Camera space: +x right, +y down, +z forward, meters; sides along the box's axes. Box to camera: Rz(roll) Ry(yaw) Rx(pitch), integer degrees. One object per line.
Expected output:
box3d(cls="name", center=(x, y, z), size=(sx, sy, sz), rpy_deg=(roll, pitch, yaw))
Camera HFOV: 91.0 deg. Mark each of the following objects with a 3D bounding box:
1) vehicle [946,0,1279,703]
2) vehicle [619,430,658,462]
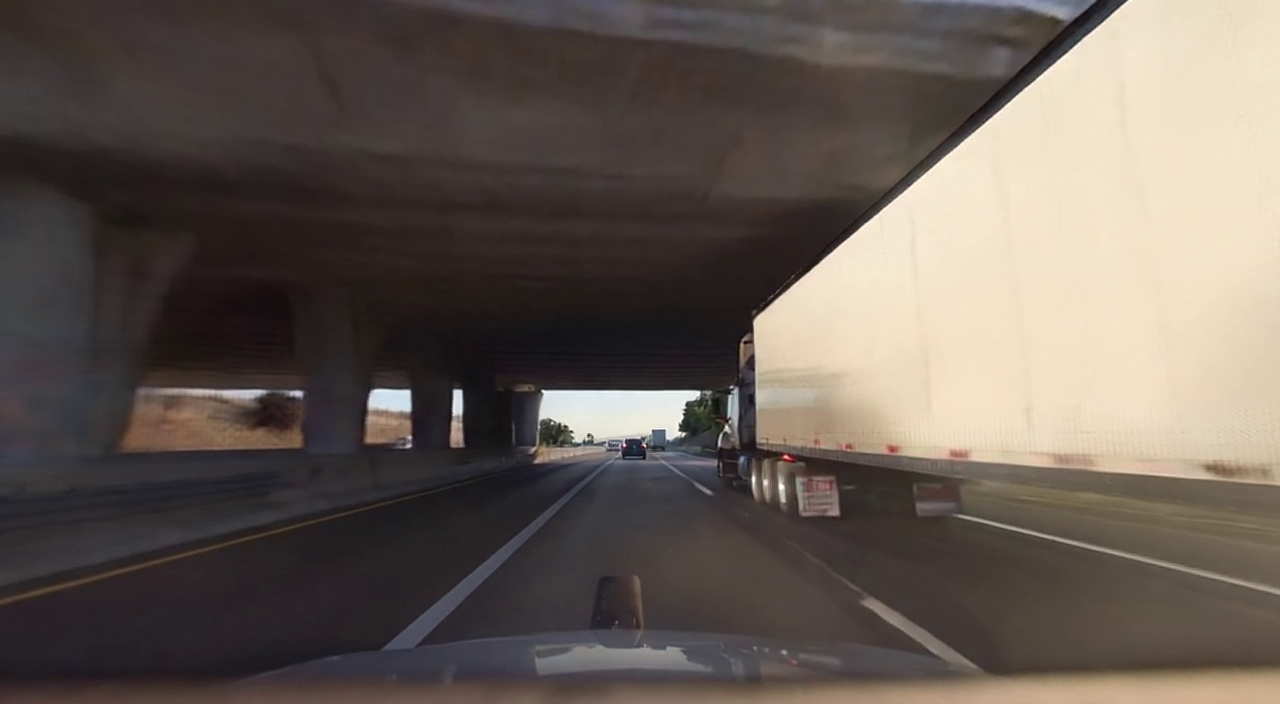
box3d(cls="vehicle", center=(3.918, -0.572, 0.375), size=(2.967, 3.961, 8.660), rpy_deg=(0, -8, 0))
box3d(cls="vehicle", center=(-0.151, 6.312, 42.445), size=(2.456, 2.007, 4.728), rpy_deg=(0, -8, -2))
